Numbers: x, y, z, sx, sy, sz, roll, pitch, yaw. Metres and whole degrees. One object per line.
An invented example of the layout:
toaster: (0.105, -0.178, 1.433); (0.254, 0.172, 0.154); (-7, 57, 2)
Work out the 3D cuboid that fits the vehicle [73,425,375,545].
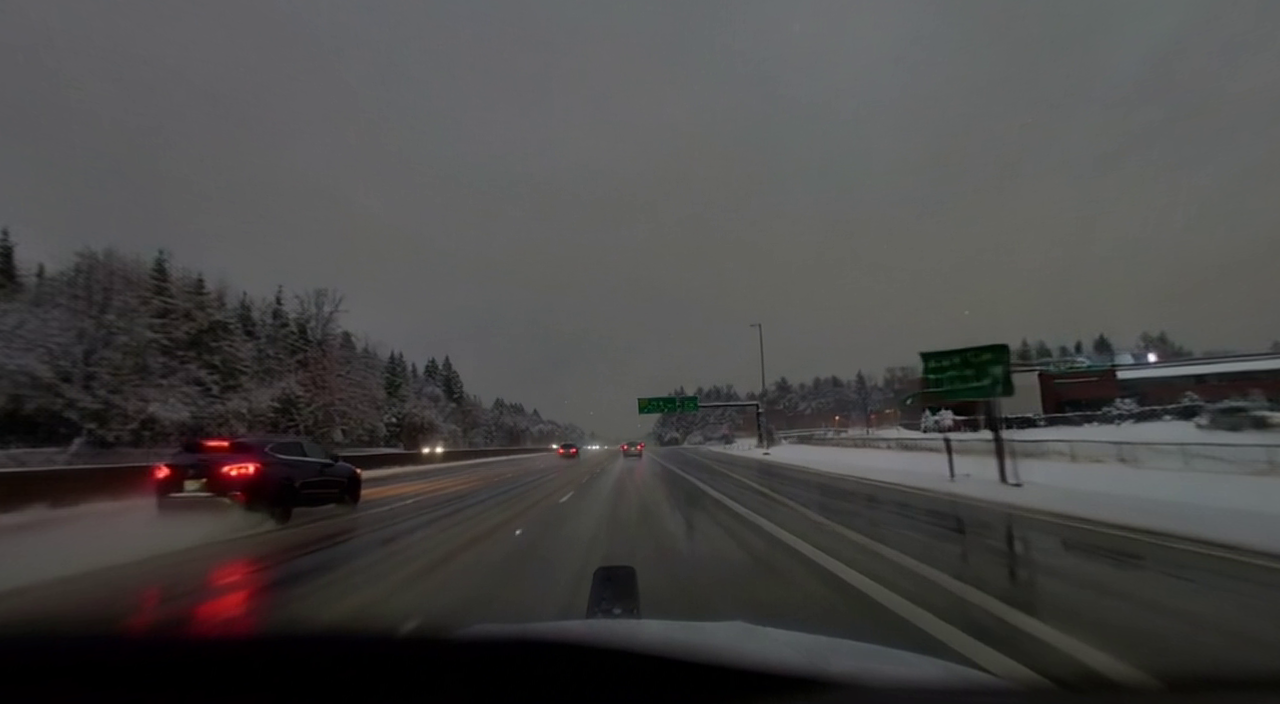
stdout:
vehicle: (-6.693, 2.173, 11.065); (2.016, 1.606, 4.806); (0, -9, 0)
